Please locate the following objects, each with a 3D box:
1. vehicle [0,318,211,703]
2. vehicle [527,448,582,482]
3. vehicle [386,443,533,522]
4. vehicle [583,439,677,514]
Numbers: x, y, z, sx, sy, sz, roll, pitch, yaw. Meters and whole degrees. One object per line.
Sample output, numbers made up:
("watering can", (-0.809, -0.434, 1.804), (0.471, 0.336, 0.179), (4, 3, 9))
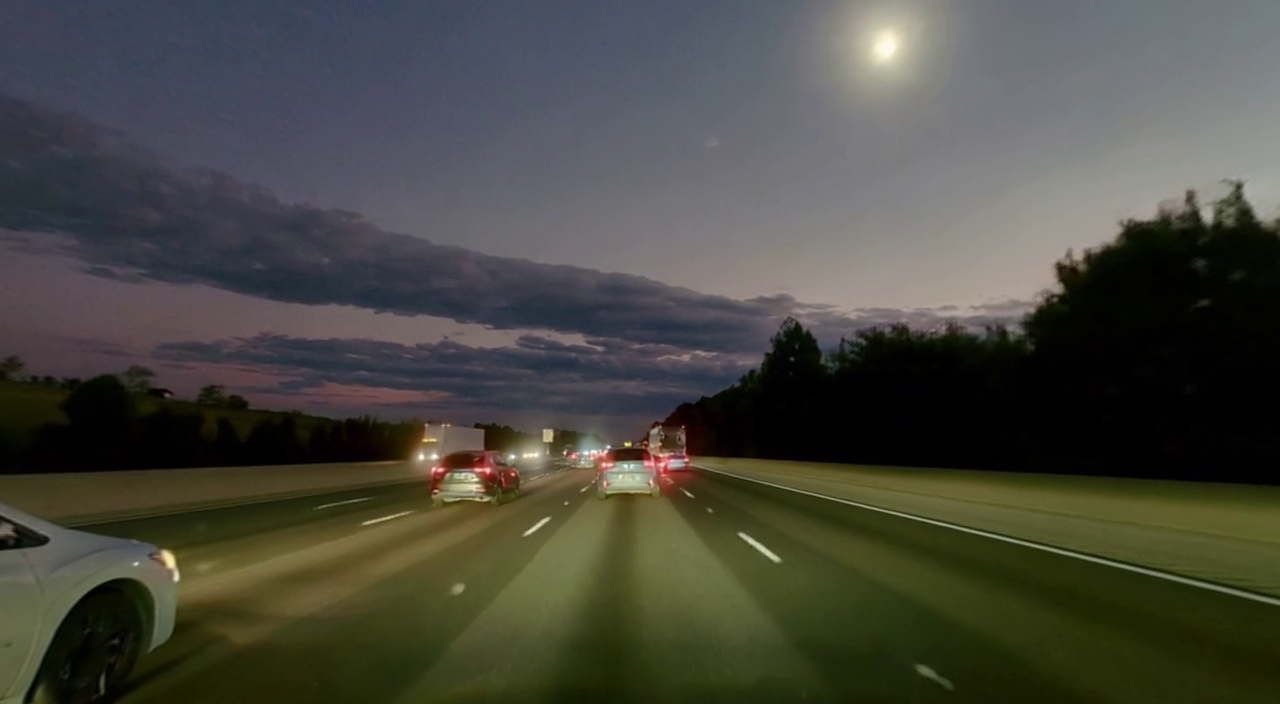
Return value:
("vehicle", (-3.953, 0.612, 1.540), (2.243, 1.889, 4.949), (0, -9, 1))
("vehicle", (-4.036, 5.394, 30.408), (1.999, 1.484, 4.269), (0, -9, 1))
("vehicle", (-3.849, 2.856, 14.369), (1.988, 1.501, 4.438), (0, -9, 0))
("vehicle", (-0.219, 2.923, 15.164), (1.996, 1.574, 3.426), (0, -9, 0))
